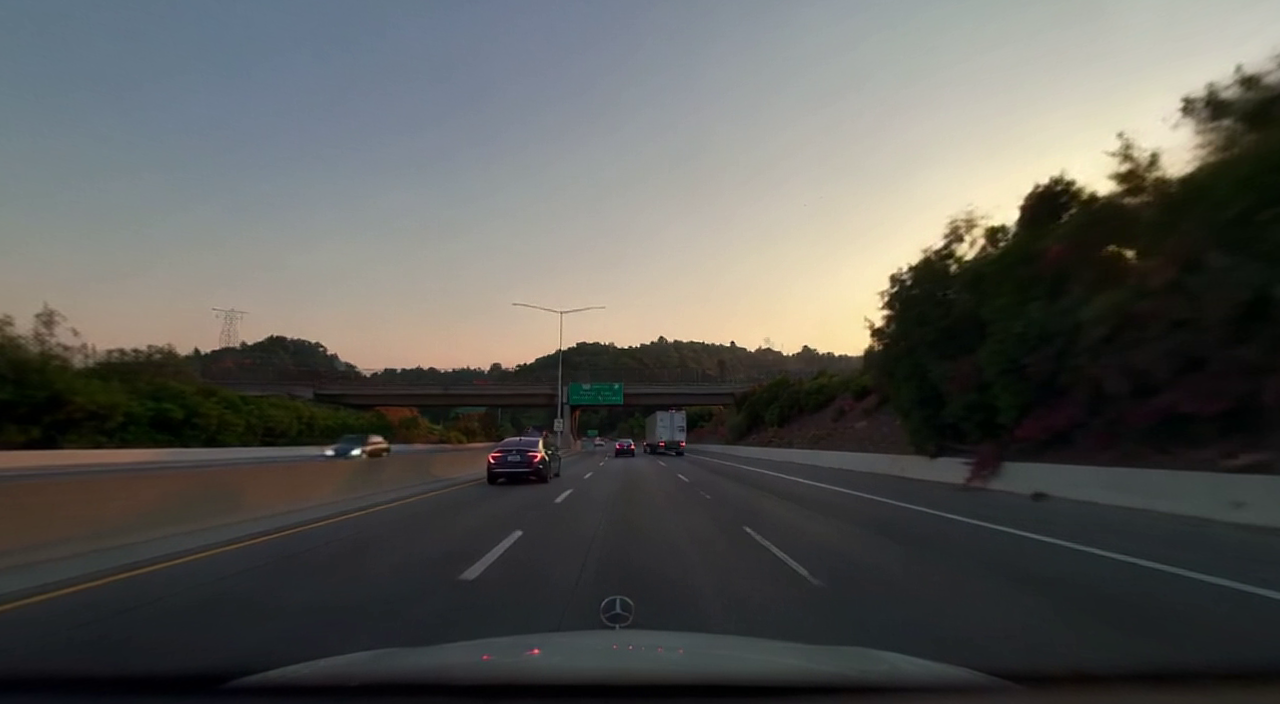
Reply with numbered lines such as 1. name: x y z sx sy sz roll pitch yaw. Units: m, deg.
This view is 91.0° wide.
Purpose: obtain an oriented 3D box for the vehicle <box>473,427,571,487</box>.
1. vehicle: -3.777 3.474 21.176 2.377 1.747 4.703 0 -8 0

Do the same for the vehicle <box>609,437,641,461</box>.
1. vehicle: -1.014 6.748 43.841 2.125 1.542 3.816 0 -8 -1

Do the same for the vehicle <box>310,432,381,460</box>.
1. vehicle: -16.834 5.418 36.302 1.908 1.502 4.682 0 -8 -1
